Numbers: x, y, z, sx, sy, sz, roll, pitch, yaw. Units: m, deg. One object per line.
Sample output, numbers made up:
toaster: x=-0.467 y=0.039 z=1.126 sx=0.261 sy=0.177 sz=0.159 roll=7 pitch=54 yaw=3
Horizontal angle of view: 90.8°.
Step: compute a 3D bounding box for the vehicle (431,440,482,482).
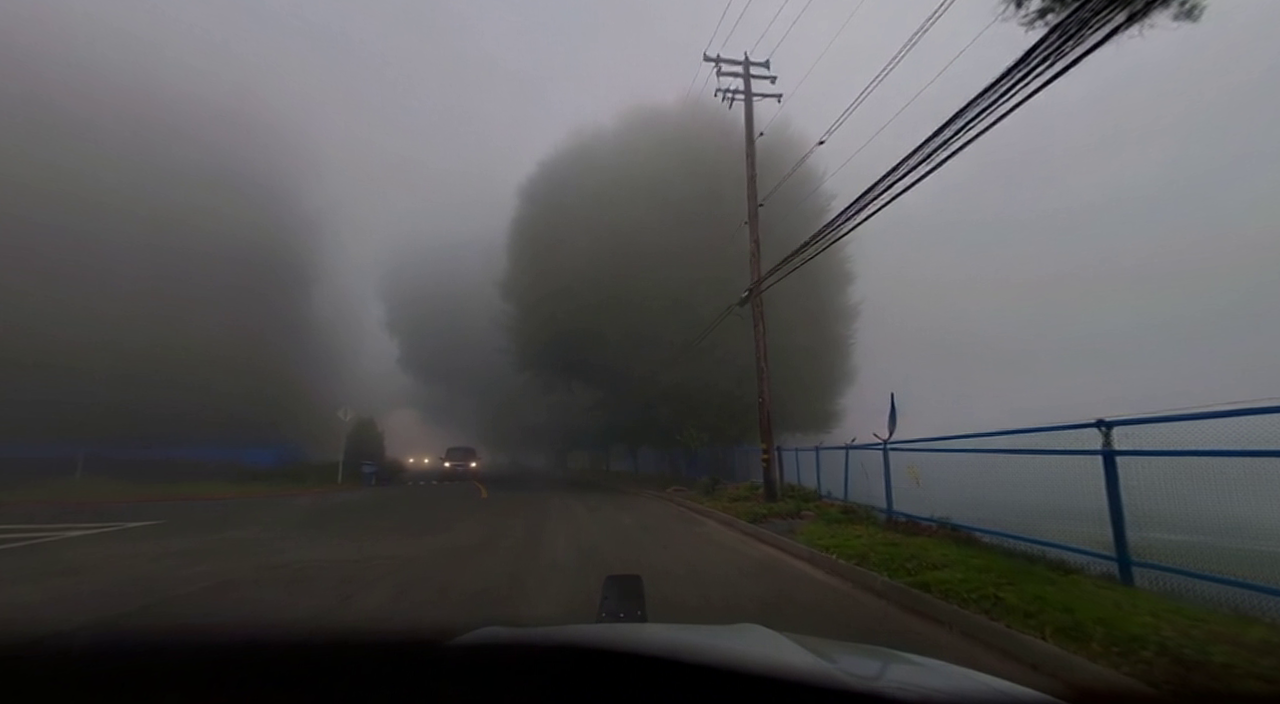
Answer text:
vehicle: x=-9.056 y=5.376 z=31.471 sx=2.185 sy=1.901 sz=4.177 roll=2 pitch=-9 yaw=-14
